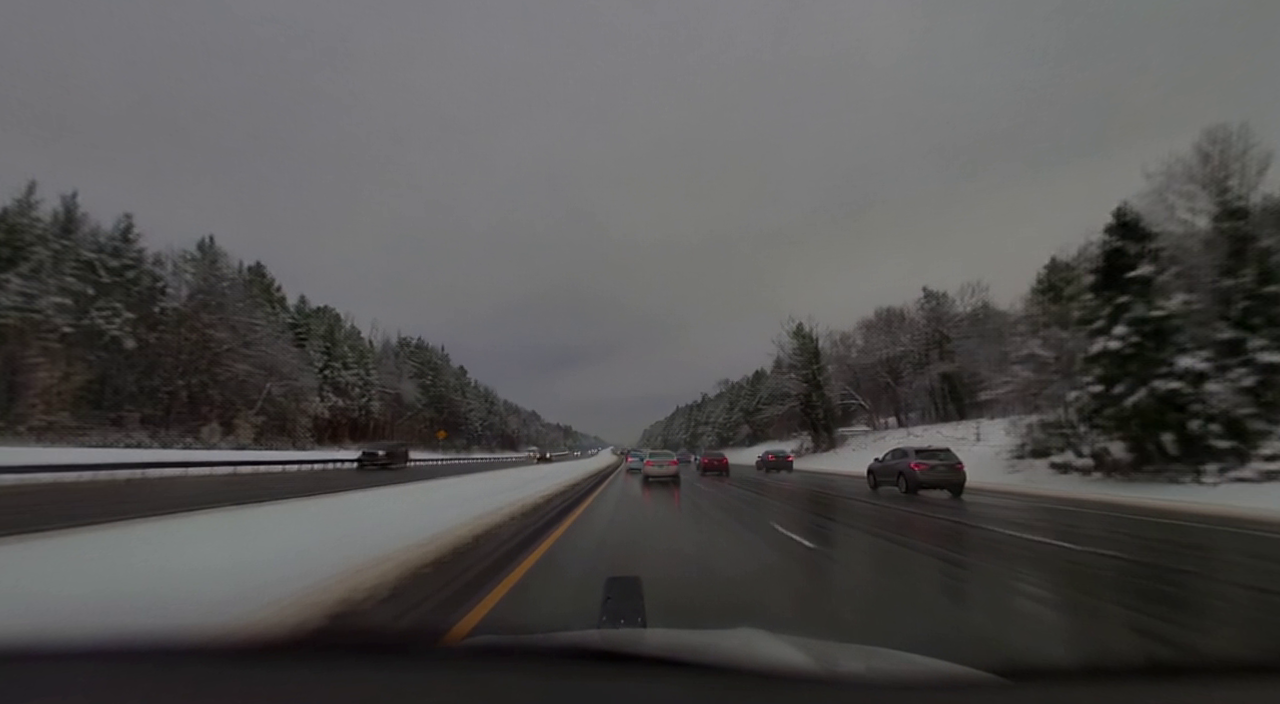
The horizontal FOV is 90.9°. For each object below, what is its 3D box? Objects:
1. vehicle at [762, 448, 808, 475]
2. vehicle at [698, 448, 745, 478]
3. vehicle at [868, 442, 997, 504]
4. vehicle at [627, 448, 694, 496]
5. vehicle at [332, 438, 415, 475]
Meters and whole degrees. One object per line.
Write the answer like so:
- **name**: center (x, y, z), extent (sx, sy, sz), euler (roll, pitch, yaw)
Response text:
- **vehicle**: center (9.104, 6.865, 39.810), extent (1.957, 1.594, 3.632), euler (0, -9, -1)
- **vehicle**: center (4.364, 5.993, 34.256), extent (1.981, 1.518, 4.029), euler (0, -9, -1)
- **vehicle**: center (8.233, 3.416, 18.160), extent (1.847, 1.554, 3.752), euler (0, -9, -1)
- **vehicle**: center (0.629, 3.965, 21.110), extent (2.020, 1.426, 3.702), euler (0, -9, 0)
- **vehicle**: center (-12.147, 4.800, 29.028), extent (1.950, 1.566, 4.141), euler (0, -9, 0)
